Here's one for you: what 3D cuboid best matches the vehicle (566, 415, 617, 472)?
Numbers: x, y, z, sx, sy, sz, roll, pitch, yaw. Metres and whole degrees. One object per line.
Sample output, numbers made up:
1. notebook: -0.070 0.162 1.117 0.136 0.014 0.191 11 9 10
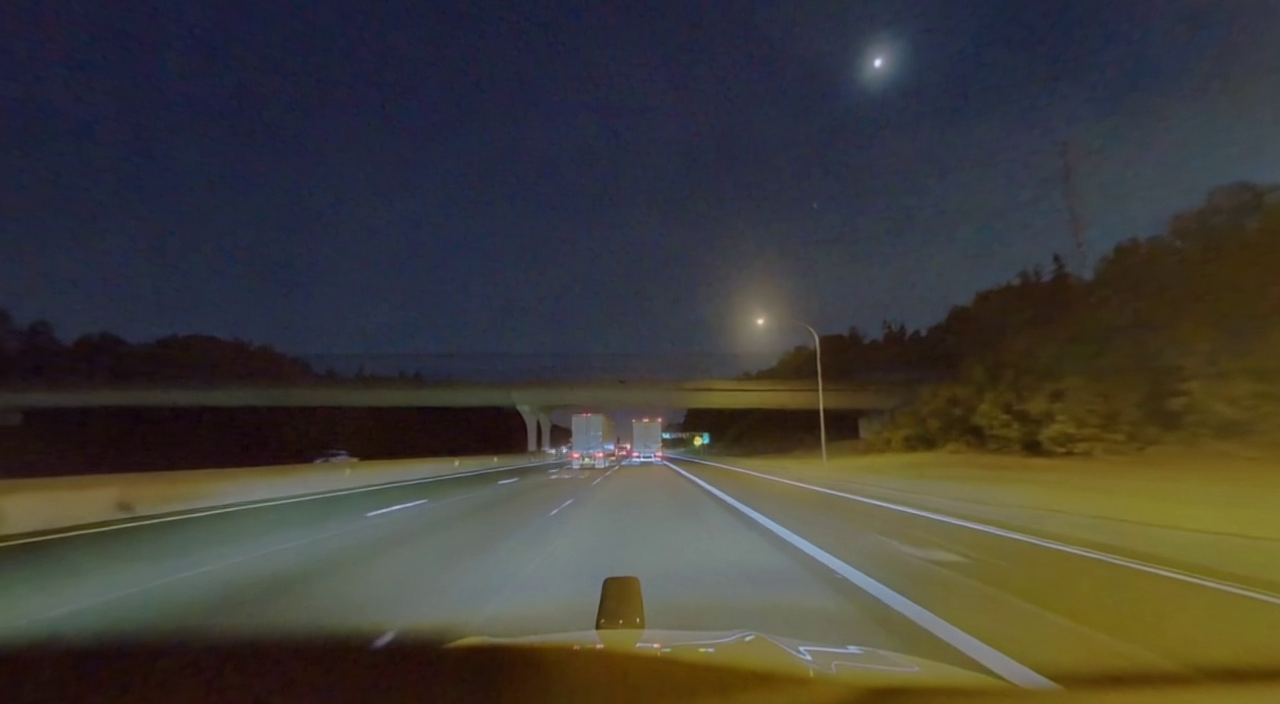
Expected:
1. vehicle: -2.971 5.891 40.397 2.696 3.266 7.062 0 -9 0
